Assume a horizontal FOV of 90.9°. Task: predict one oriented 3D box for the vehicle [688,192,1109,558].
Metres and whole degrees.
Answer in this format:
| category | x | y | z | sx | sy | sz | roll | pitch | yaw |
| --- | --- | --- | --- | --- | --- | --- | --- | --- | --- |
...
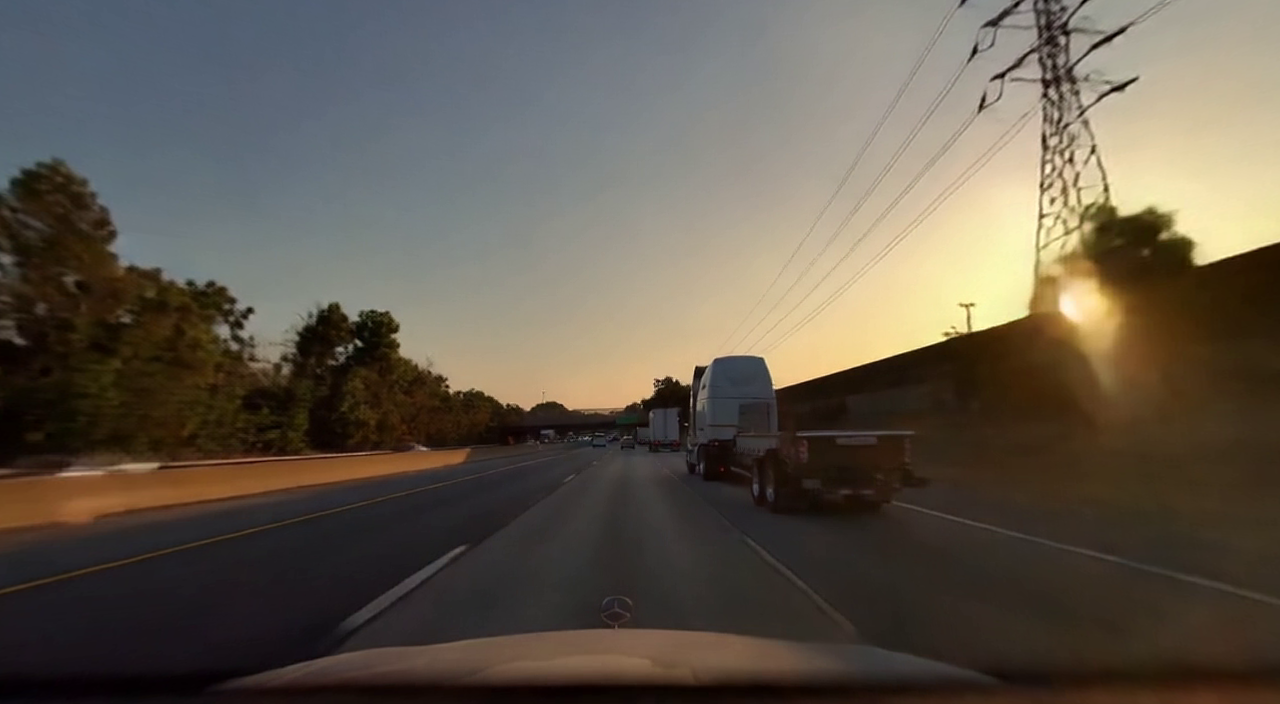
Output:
| category | x | y | z | sx | sy | sz | roll | pitch | yaw |
| --- | --- | --- | --- | --- | --- | --- | --- | --- | --- |
| vehicle | 3.341 | 1.143 | 14.048 | 2.905 | 4.080 | 14.157 | 0 | -8 | -2 |
